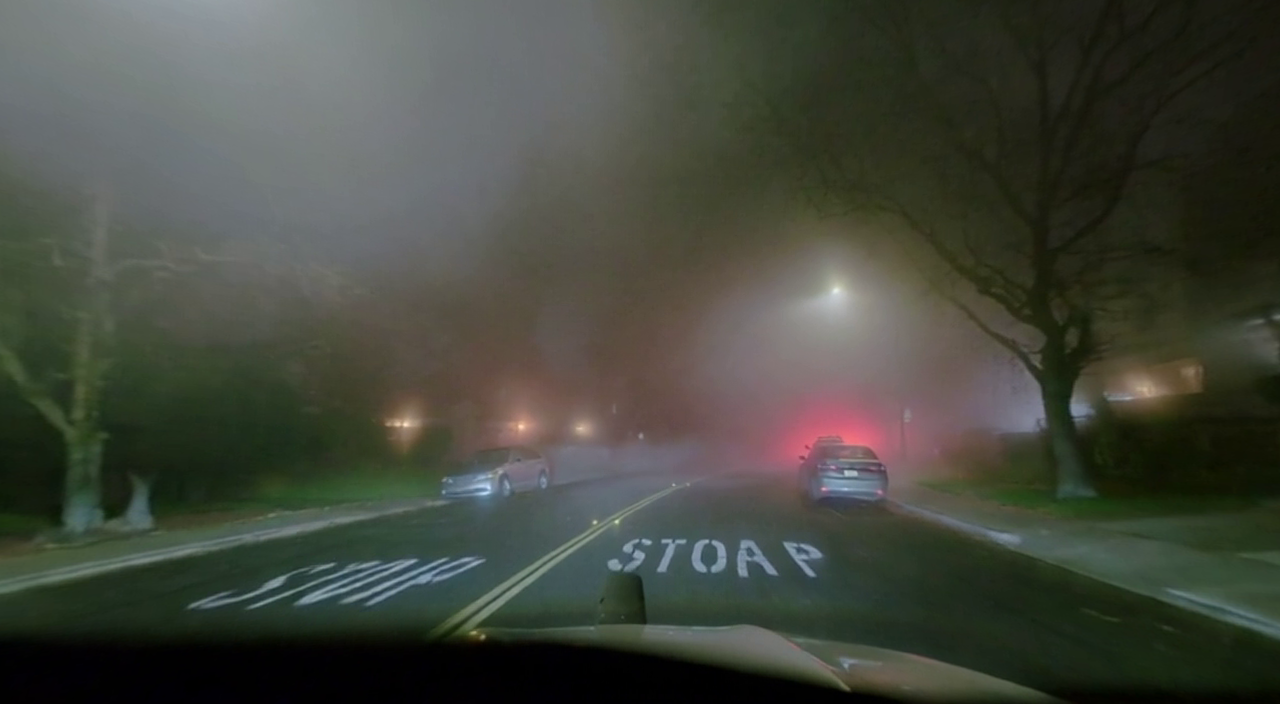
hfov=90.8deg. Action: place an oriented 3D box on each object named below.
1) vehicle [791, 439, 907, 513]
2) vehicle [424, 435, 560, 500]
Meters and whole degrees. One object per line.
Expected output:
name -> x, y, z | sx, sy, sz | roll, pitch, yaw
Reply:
vehicle -> 4.863, 2.897, 15.441 | 2.045, 1.478, 4.914 | -2, -9, 11
vehicle -> -4.301, 3.453, 19.332 | 2.030, 1.696, 4.828 | -2, -9, 14
